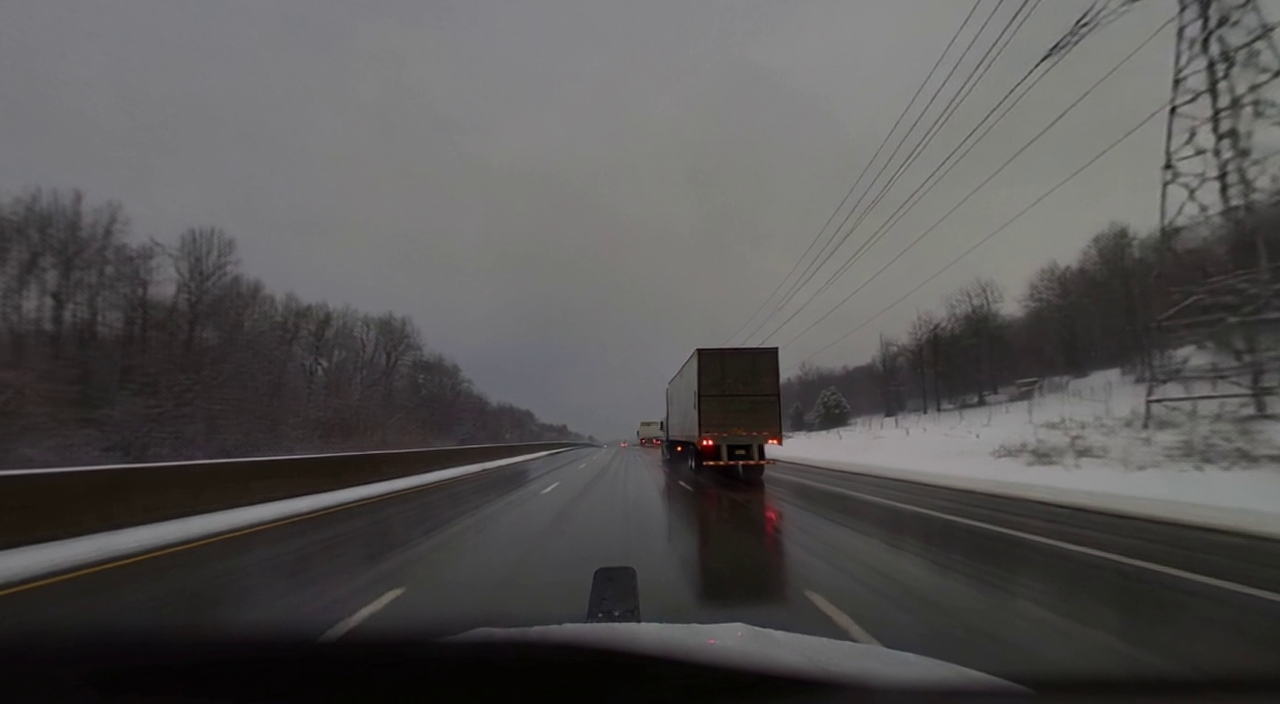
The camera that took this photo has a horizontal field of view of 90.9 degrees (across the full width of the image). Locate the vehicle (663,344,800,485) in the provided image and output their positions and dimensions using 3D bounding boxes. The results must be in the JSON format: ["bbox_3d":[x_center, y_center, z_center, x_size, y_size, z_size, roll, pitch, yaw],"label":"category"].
[{"bbox_3d":[2.904,2.741,25.306,2.905,4.080,14.157,0,-8,-2],"label":"vehicle"}]
